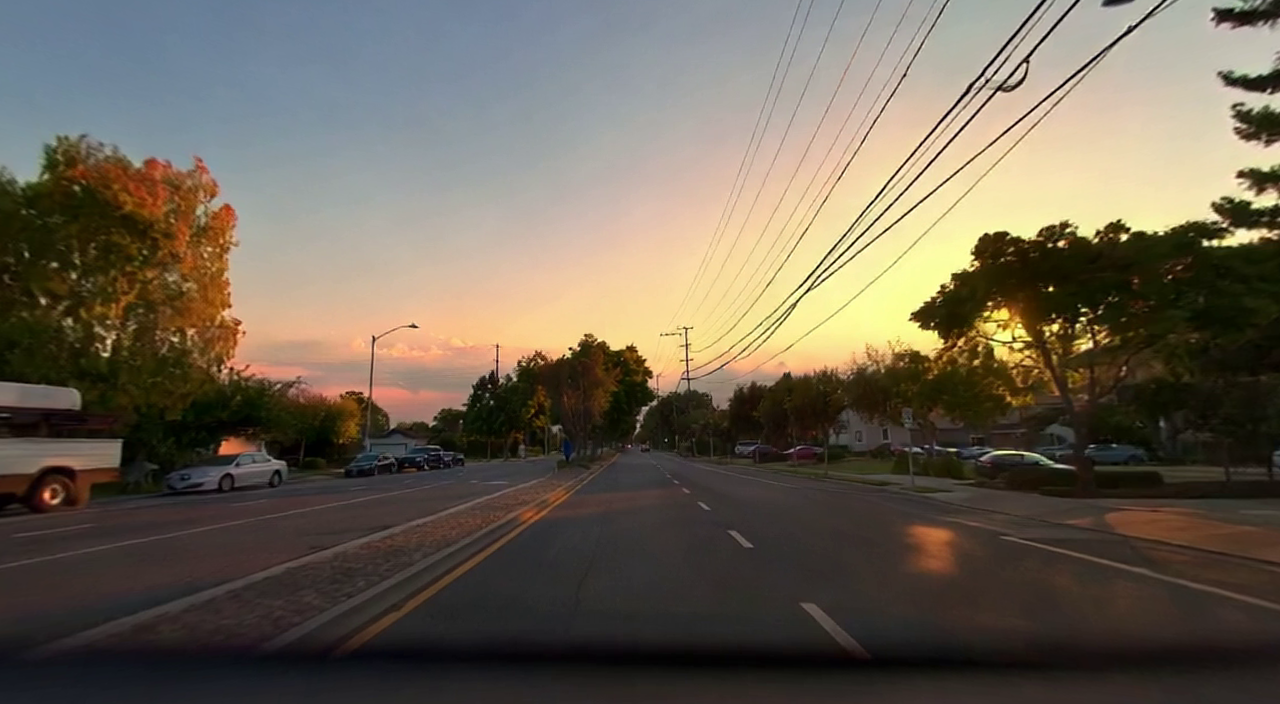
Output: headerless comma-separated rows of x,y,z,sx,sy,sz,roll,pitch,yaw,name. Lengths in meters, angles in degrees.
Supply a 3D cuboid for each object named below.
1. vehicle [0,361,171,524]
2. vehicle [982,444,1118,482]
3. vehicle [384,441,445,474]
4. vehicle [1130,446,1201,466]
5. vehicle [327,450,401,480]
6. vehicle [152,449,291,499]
-15.325,2.067,13.786,3.434,3.448,8.662,-4,-9,1,vehicle
17.860,4.811,27.657,4.567,1.535,2.156,1,-9,-6,vehicle
-15.170,7.108,42.817,2.298,1.979,4.920,-3,-8,0,vehicle
40.233,7.940,48.438,1.707,1.473,3.778,2,-9,-16,vehicle
-15.372,6.285,35.452,2.058,1.479,4.519,-1,-8,1,vehicle
-15.451,4.496,23.701,2.029,1.520,4.615,-4,-8,1,vehicle
